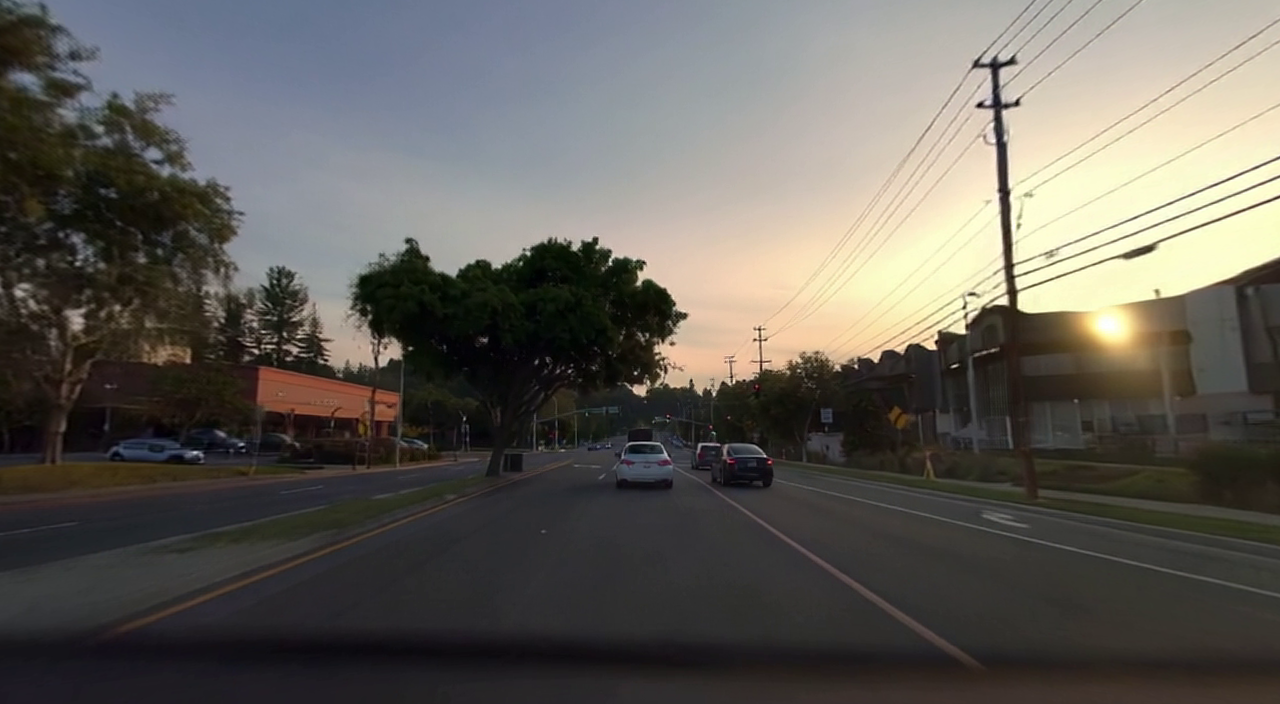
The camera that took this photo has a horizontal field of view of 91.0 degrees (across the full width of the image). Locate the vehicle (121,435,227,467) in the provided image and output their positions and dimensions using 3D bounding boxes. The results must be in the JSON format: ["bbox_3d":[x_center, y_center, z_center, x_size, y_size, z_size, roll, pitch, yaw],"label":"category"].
[{"bbox_3d":[-28.685,6.126,38.966,4.687,1.894,2.149,3,-9,-17],"label":"vehicle"}]

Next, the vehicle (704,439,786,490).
[{"bbox_3d":[3.317,3.647,20.751,1.985,1.489,4.036,0,-8,-1],"label":"vehicle"}]

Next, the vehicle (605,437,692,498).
[{"bbox_3d":[0.166,3.147,17.573,2.144,1.473,4.028,1,-8,-2],"label":"vehicle"}]
